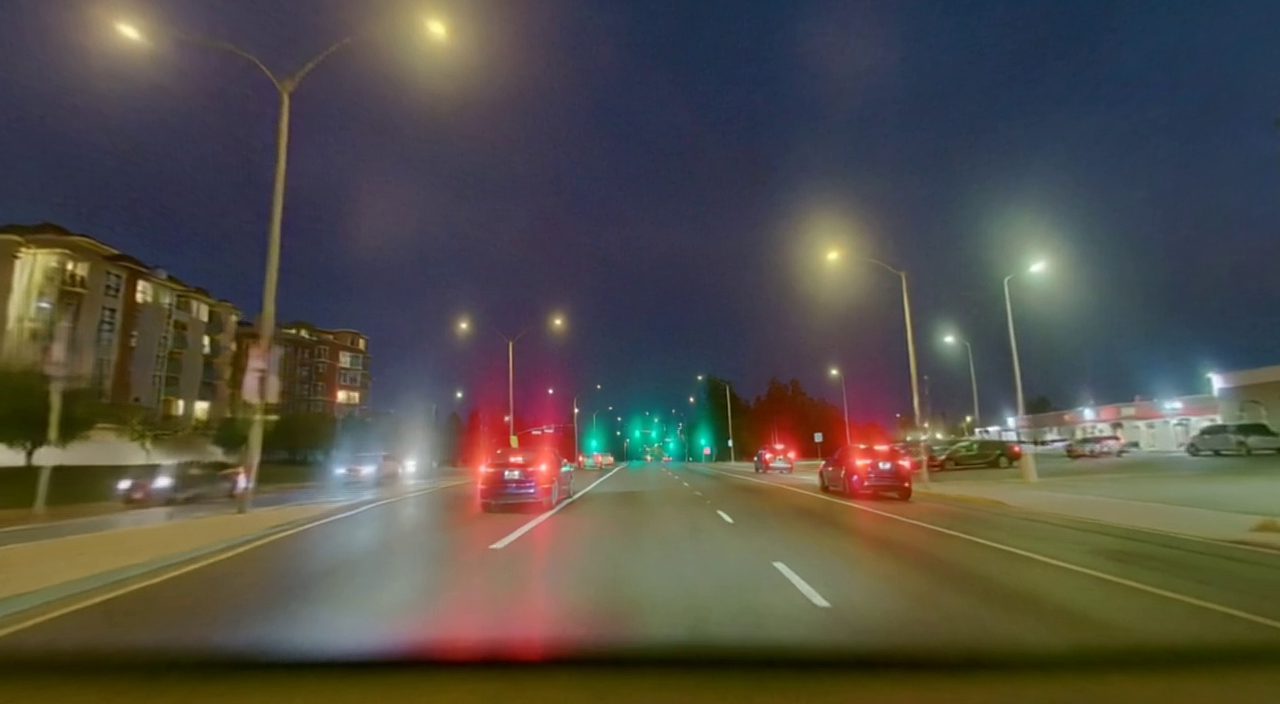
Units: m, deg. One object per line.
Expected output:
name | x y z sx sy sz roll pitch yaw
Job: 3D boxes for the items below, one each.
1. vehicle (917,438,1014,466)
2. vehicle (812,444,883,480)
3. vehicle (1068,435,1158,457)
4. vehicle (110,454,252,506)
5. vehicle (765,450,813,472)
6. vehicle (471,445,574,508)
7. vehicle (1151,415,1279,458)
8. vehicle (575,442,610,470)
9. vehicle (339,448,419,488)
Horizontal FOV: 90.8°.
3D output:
vehicle | 18.486 5.681 36.044 4.416 1.519 1.988 -1 -9 2
vehicle | 10.403 5.542 32.043 1.975 1.677 4.400 0 -9 -1
vehicle | 34.717 6.937 46.503 4.771 1.577 2.205 -1 -9 3
vehicle | -14.301 3.973 19.976 1.808 1.444 3.609 0 -9 -1
vehicle | 10.268 7.541 43.846 2.045 1.418 4.869 0 -9 -1
vehicle | -2.991 3.263 17.045 2.144 1.447 4.421 0 -9 -3
vehicle | 33.318 4.941 36.670 5.156 2.086 2.144 -3 -10 1
vehicle | -3.398 7.593 46.355 2.220 1.888 4.904 0 -9 0
vehicle | -10.943 4.861 26.768 1.867 1.524 3.654 0 -9 -1
